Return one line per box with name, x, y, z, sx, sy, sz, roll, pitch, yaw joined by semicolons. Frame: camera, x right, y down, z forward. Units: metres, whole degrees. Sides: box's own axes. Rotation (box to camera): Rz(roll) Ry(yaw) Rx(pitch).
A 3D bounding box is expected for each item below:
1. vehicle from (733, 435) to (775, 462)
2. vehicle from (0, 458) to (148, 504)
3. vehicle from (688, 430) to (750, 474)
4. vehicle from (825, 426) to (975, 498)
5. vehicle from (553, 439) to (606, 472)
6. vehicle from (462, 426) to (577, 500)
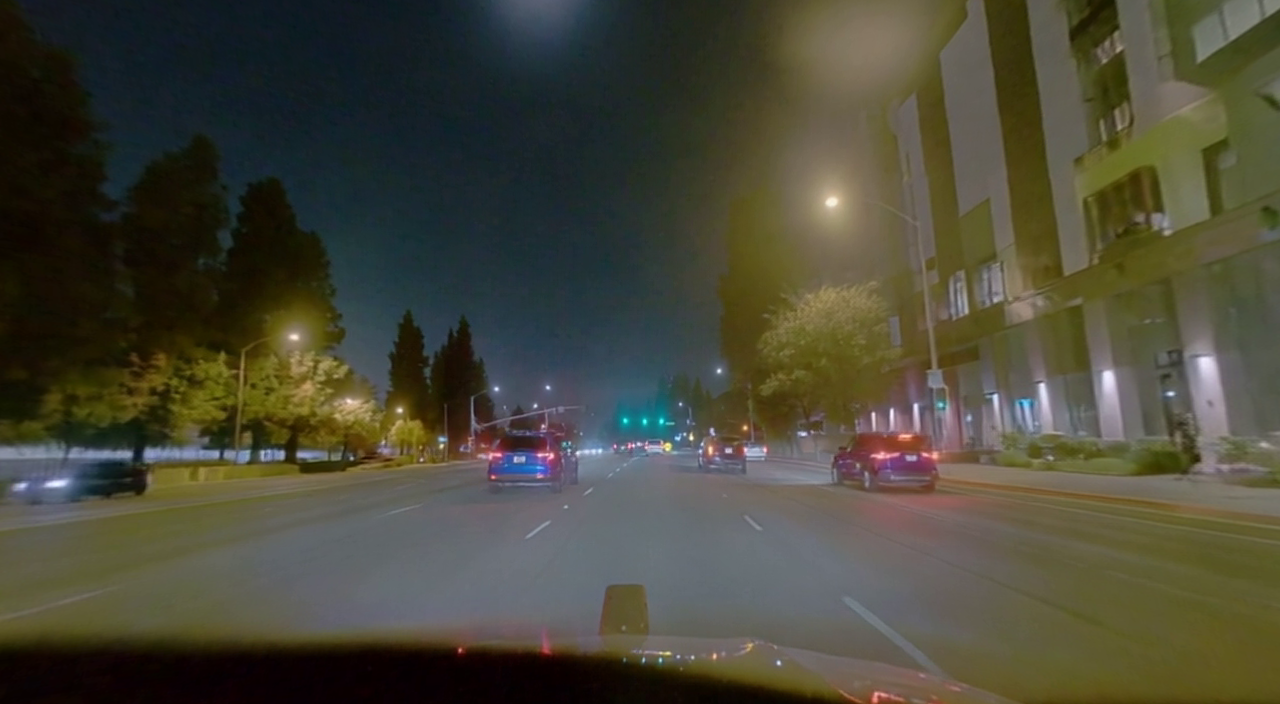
vehicle;7.911;6.738;44.134;2.076;1.793;4.464;0;-9;0
vehicle;-22.977;5.192;25.774;1.983;1.494;4.832;-3;-9;-2
vehicle;3.492;4.540;28.676;2.178;1.804;4.766;0;-9;0
vehicle;6.782;2.932;17.129;2.088;1.666;4.512;0;-9;-1
vehicle;-2.874;5.065;30.920;2.036;1.465;4.301;-1;-9;2
vehicle;-3.049;2.942;17.045;2.141;1.719;4.379;-1;-9;1
